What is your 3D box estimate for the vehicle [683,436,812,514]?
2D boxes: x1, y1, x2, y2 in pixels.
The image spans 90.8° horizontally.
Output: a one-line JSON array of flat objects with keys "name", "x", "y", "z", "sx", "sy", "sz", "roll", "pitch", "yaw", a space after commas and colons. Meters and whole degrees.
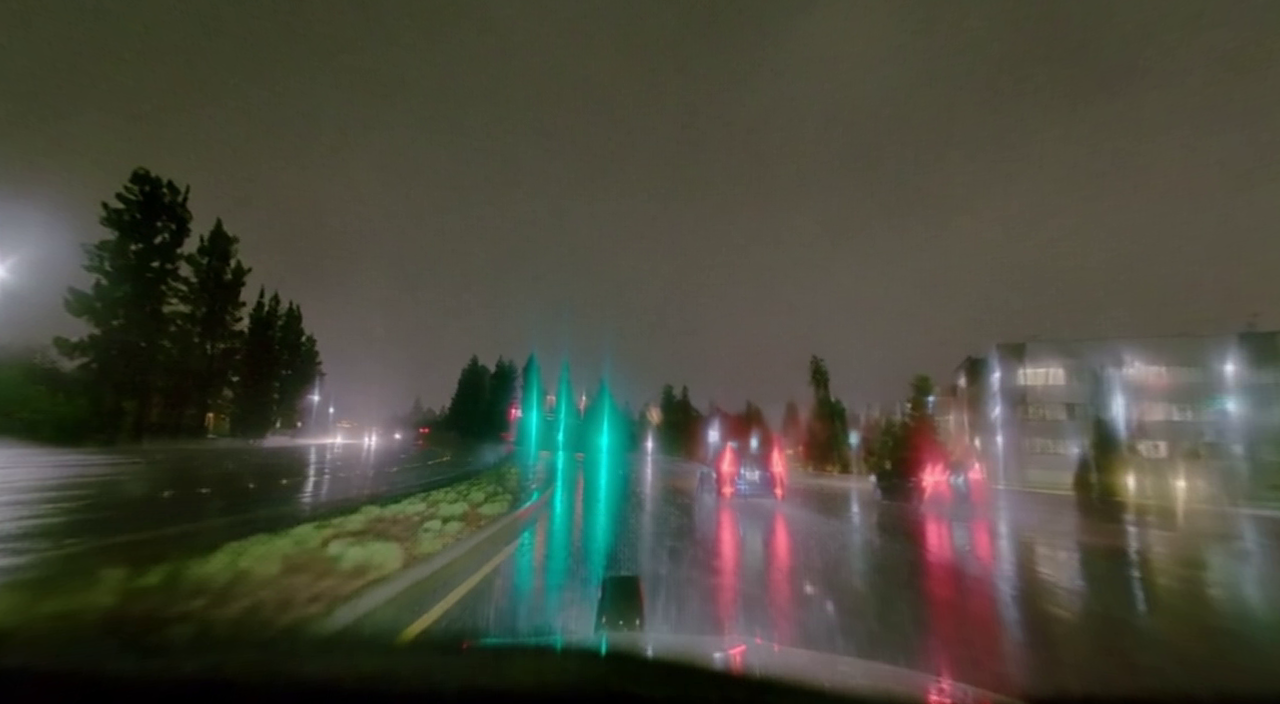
[{"name": "vehicle", "x": 2.487, "y": 2.991, "z": 15.952, "sx": 2.122, "sy": 1.646, "sz": 4.525, "roll": 1, "pitch": -8, "yaw": -5}]

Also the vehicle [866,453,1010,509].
[{"name": "vehicle", "x": 9.092, "y": 3.950, "z": 19.830, "sx": 1.940, "sy": 1.460, "sz": 4.652, "roll": 1, "pitch": -8, "yaw": -5}]
